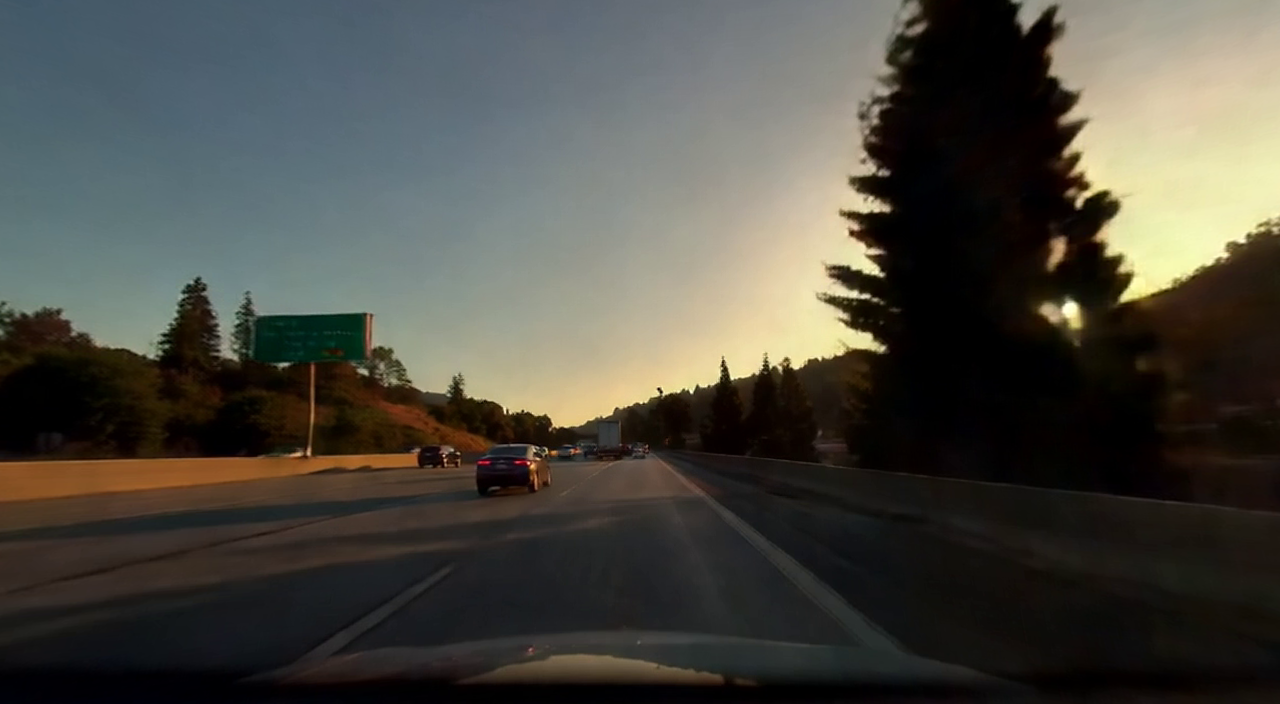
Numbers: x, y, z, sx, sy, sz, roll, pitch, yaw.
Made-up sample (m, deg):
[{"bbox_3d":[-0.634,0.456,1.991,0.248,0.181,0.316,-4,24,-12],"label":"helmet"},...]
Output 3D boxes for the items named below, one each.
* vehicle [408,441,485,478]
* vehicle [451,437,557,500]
[{"bbox_3d":[-8.671,4.831,28.623,2.036,1.506,4.358,0,-9,1],"label":"vehicle"},{"bbox_3d":[-3.680,3.221,17.856,1.931,1.528,4.126,0,-8,2],"label":"vehicle"}]
